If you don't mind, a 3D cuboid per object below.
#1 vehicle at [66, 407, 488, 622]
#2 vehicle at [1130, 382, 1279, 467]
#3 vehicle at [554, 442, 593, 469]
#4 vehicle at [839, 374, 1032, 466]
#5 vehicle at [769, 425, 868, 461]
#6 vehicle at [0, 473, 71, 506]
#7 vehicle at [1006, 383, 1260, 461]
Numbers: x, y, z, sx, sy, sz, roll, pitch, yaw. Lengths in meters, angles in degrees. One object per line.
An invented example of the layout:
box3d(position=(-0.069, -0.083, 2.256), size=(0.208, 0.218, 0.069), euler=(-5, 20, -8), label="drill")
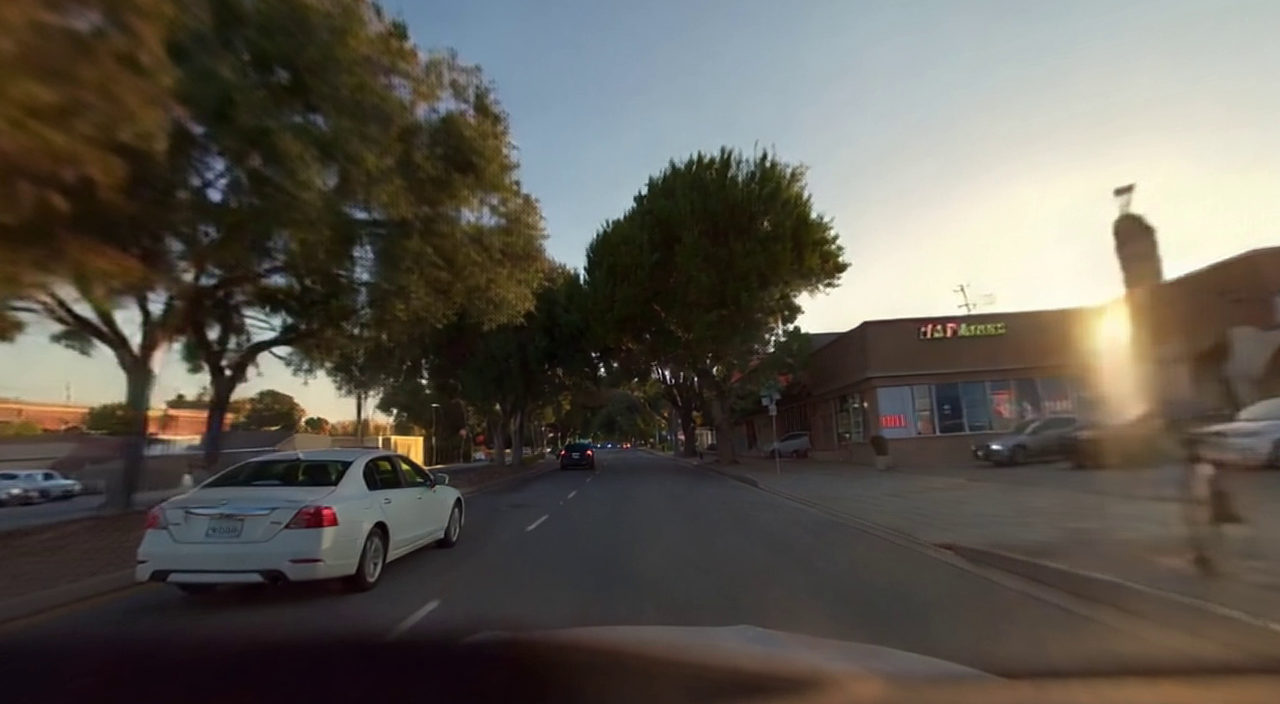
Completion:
box3d(position=(-3.392, 1.618, 7.283), size=(2.126, 1.655, 4.560), euler=(0, -9, 0), label="vehicle")
box3d(position=(13.266, 1.550, 13.347), size=(4.165, 1.650, 1.946), euler=(0, -9, -3), label="vehicle")
box3d(position=(-3.931, 6.195, 37.988), size=(1.955, 1.461, 4.396), euler=(0, -9, -1), label="vehicle")
box3d(position=(12.126, 2.849, 26.394), size=(6.427, 3.417, 2.845), euler=(-2, -7, -2), label="vehicle")
box3d(position=(10.497, 5.389, 37.350), size=(5.130, 1.902, 2.056), euler=(-1, -9, -2), label="vehicle")
box3d(position=(-33.577, 7.354, 33.950), size=(1.871, 1.488, 4.498), euler=(0, -9, -3), label="vehicle")
box3d(position=(12.603, 1.848, 16.430), size=(4.780, 1.870, 2.140), euler=(0, -9, -2), label="vehicle")
